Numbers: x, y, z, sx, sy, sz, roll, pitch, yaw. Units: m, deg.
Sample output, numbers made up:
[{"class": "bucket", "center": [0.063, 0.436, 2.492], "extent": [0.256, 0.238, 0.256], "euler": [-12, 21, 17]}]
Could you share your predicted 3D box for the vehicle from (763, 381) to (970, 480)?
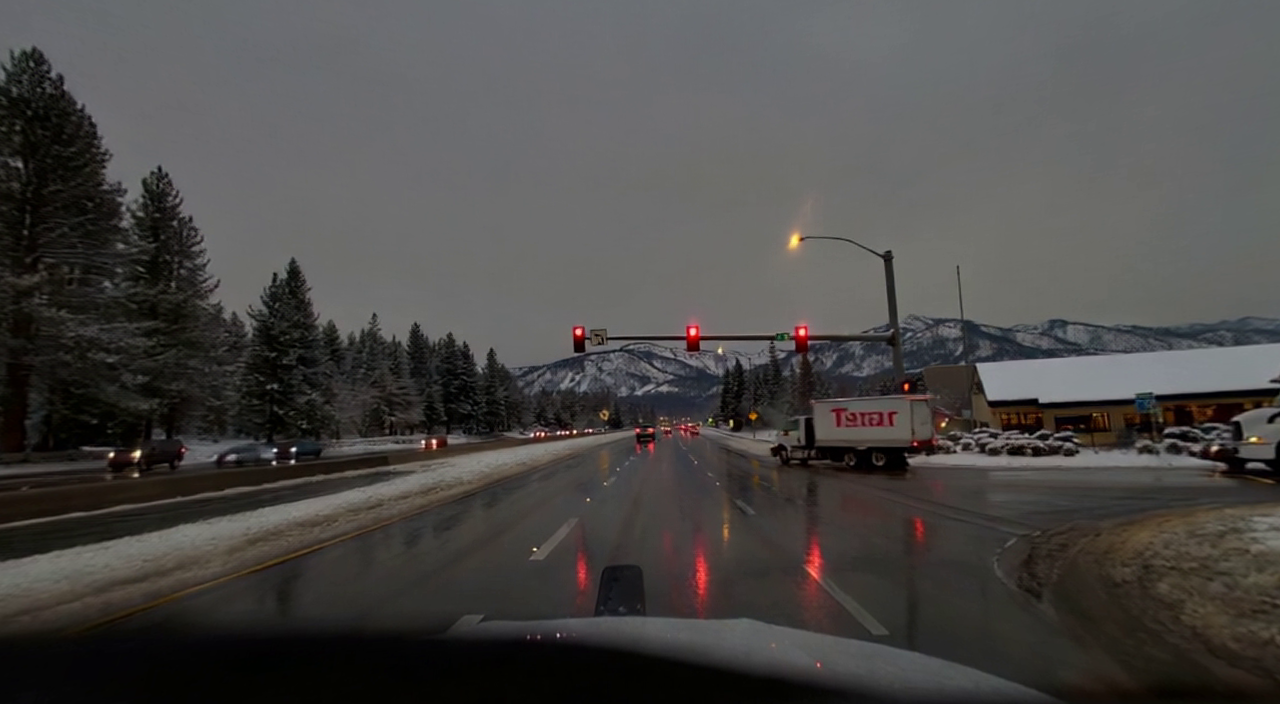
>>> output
[{"class": "vehicle", "center": [8.932, 3.258, 25.526], "extent": [3.237, 3.414, 7.088], "euler": [8, -12, -43]}]

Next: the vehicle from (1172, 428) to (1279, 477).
[{"class": "vehicle", "center": [20.423, 3.219, 20.243], "extent": [4.508, 1.493, 1.907], "euler": [-2, -9, 11]}]

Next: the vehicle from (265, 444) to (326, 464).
[{"class": "vehicle", "center": [-26.172, 7.742, 47.934], "extent": [1.868, 1.469, 4.746], "euler": [0, -8, 1]}]
